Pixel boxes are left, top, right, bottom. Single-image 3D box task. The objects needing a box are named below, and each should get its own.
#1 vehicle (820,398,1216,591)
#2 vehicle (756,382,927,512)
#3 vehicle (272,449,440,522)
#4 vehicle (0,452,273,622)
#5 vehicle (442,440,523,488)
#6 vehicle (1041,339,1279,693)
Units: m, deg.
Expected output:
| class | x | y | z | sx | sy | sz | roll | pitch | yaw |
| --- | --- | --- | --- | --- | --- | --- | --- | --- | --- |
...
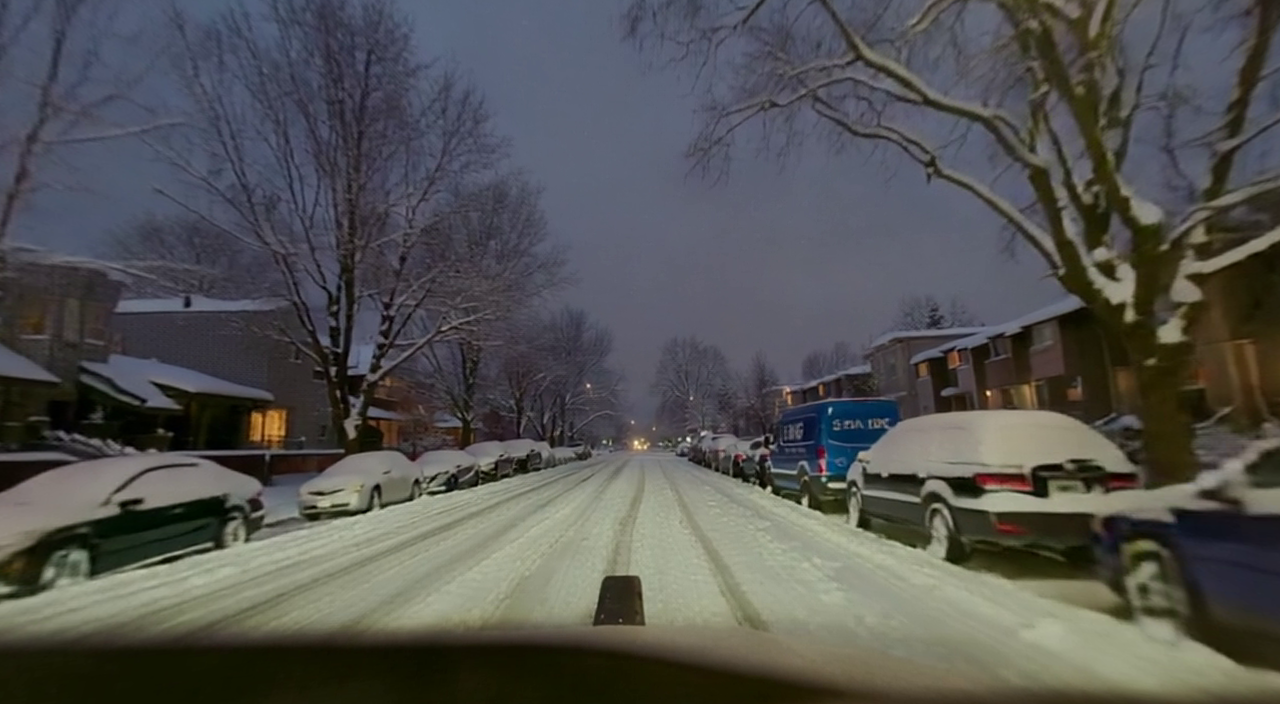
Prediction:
| class | x | y | z | sx | sy | sz | roll | pitch | yaw |
| --- | --- | --- | --- | --- | --- | --- | --- | --- | --- |
| vehicle | 4.359 | 1.763 | 8.923 | 1.907 | 1.768 | 6.059 | 0 | -8 | 1 |
| vehicle | 4.644 | 2.361 | 15.841 | 2.178 | 2.656 | 5.712 | 0 | -9 | -2 |
| vehicle | -6.694 | 3.158 | 15.631 | 1.869 | 1.467 | 4.921 | 0 | -9 | 0 |
| vehicle | -6.671 | 2.043 | 7.903 | 1.731 | 1.423 | 4.504 | -2 | -8 | -4 |
| vehicle | -6.689 | 4.800 | 27.574 | 2.162 | 1.846 | 5.426 | 0 | -8 | 0 |
| vehicle | 4.483 | 0.744 | 2.497 | 2.072 | 1.883 | 5.576 | 0 | -8 | 0 |
